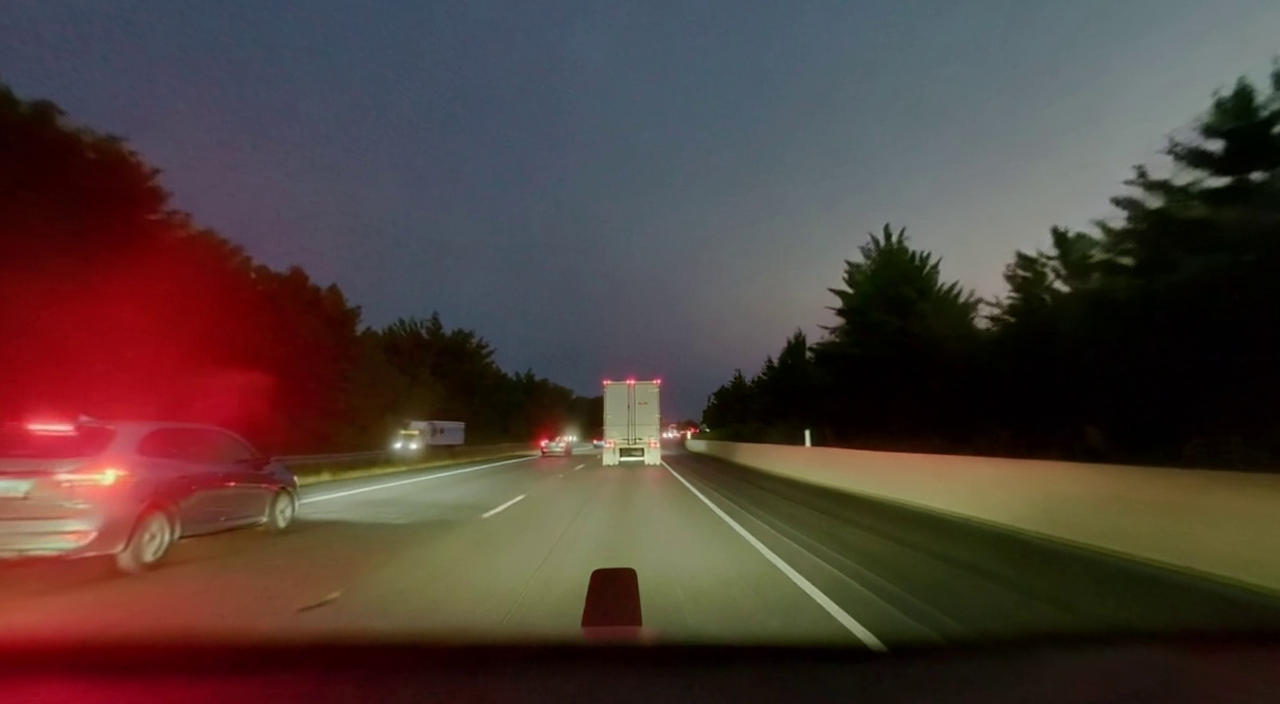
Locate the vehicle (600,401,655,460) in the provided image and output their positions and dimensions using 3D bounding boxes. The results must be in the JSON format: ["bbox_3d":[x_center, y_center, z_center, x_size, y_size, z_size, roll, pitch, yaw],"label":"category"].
[{"bbox_3d":[-0.523,3.416,27.346,2.319,2.461,1.270,0,-8,-1],"label":"vehicle"}]

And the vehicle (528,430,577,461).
[{"bbox_3d":[-5.006,5.443,36.850,2.138,1.697,4.587,0,-8,1],"label":"vehicle"}]

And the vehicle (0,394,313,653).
[{"bbox_3d":[-4.747,1.229,5.284,1.909,1.520,3.897,0,-8,0],"label":"vehicle"}]

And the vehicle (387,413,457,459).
[{"bbox_3d":[-16.851,6.566,49.267,2.645,3.229,7.395,0,-8,1],"label":"vehicle"}]
